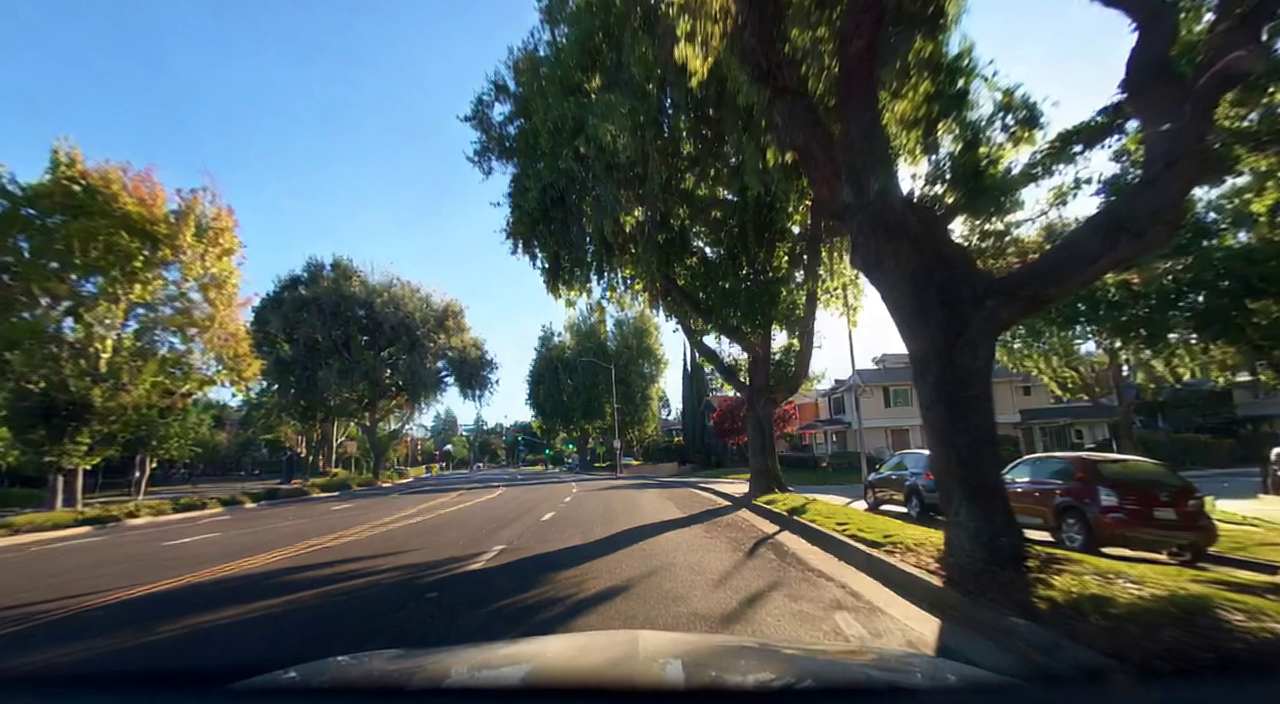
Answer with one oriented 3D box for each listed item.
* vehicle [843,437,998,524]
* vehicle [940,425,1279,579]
[{"bbox_3d":[7.625,3.488,17.969,2.456,2.057,5.270,-1,-8,6],"label":"vehicle"},{"bbox_3d":[7.592,2.329,10.976,2.193,1.872,4.684,-5,-7,-2],"label":"vehicle"}]
